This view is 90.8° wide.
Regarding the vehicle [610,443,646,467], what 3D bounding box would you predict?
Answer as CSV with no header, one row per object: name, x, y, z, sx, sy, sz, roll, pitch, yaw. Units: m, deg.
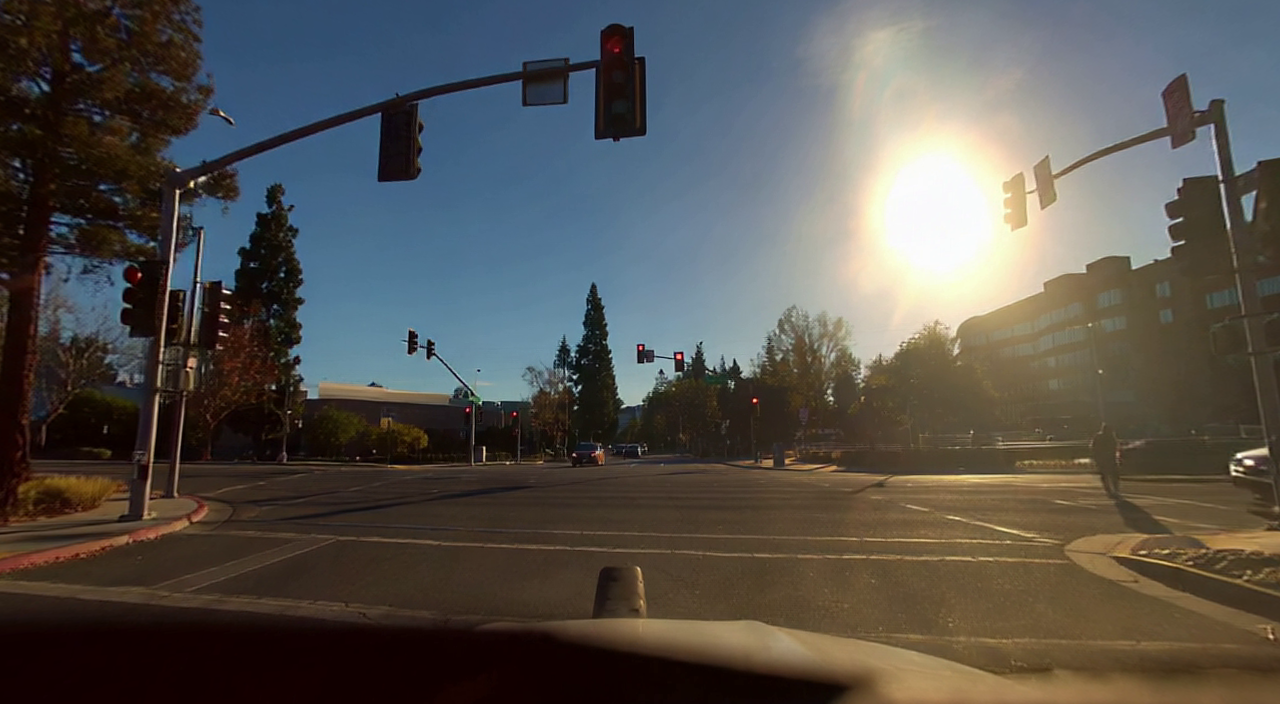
vehicle,-0.839,6.835,42.032,2.056,1.492,3.937,1,-9,-6

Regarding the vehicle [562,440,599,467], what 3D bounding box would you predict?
vehicle,-4.088,7.104,44.289,2.251,1.756,4.610,0,-9,-1

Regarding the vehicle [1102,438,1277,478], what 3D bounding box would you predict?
vehicle,20.997,4.074,24.401,4.628,1.414,1.897,-3,-9,17
